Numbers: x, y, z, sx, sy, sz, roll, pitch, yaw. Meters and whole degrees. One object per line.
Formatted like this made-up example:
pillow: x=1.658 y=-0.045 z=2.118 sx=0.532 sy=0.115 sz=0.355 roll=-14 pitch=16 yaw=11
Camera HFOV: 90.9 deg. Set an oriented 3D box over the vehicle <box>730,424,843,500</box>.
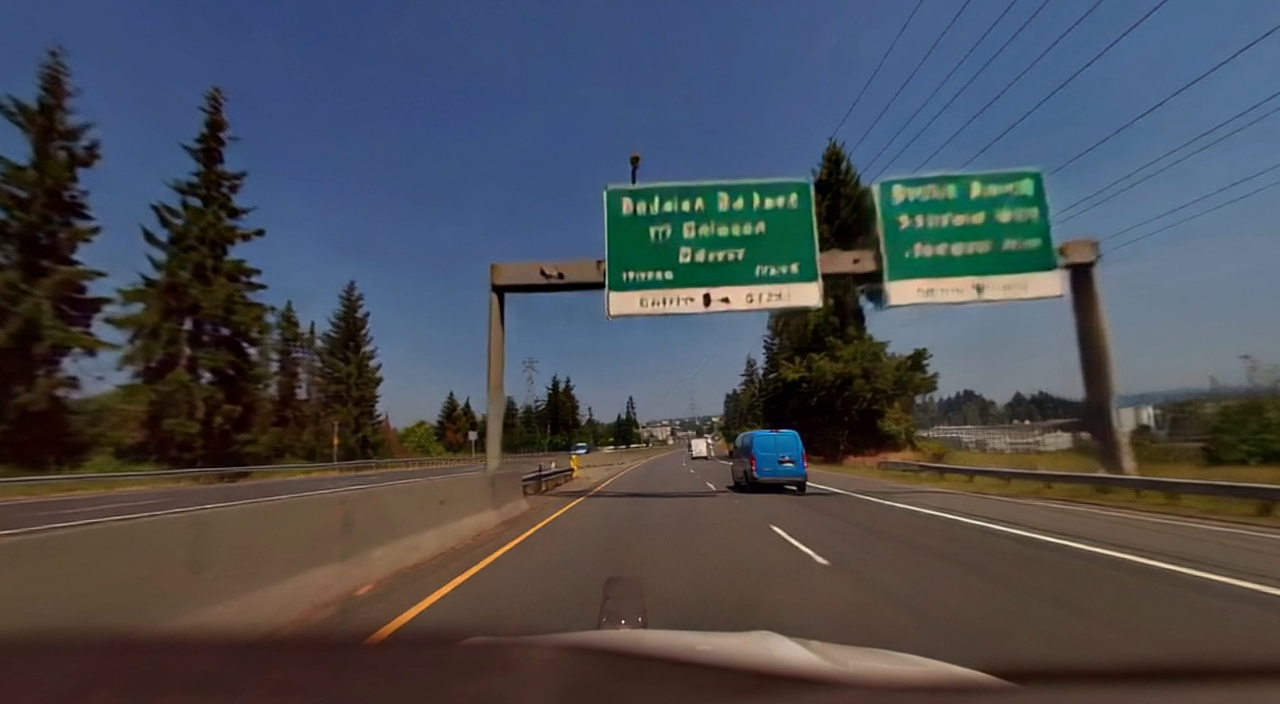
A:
vehicle: x=4.214 y=3.298 z=19.170 sx=2.261 sy=1.969 sz=5.104 roll=0 pitch=-9 yaw=1
